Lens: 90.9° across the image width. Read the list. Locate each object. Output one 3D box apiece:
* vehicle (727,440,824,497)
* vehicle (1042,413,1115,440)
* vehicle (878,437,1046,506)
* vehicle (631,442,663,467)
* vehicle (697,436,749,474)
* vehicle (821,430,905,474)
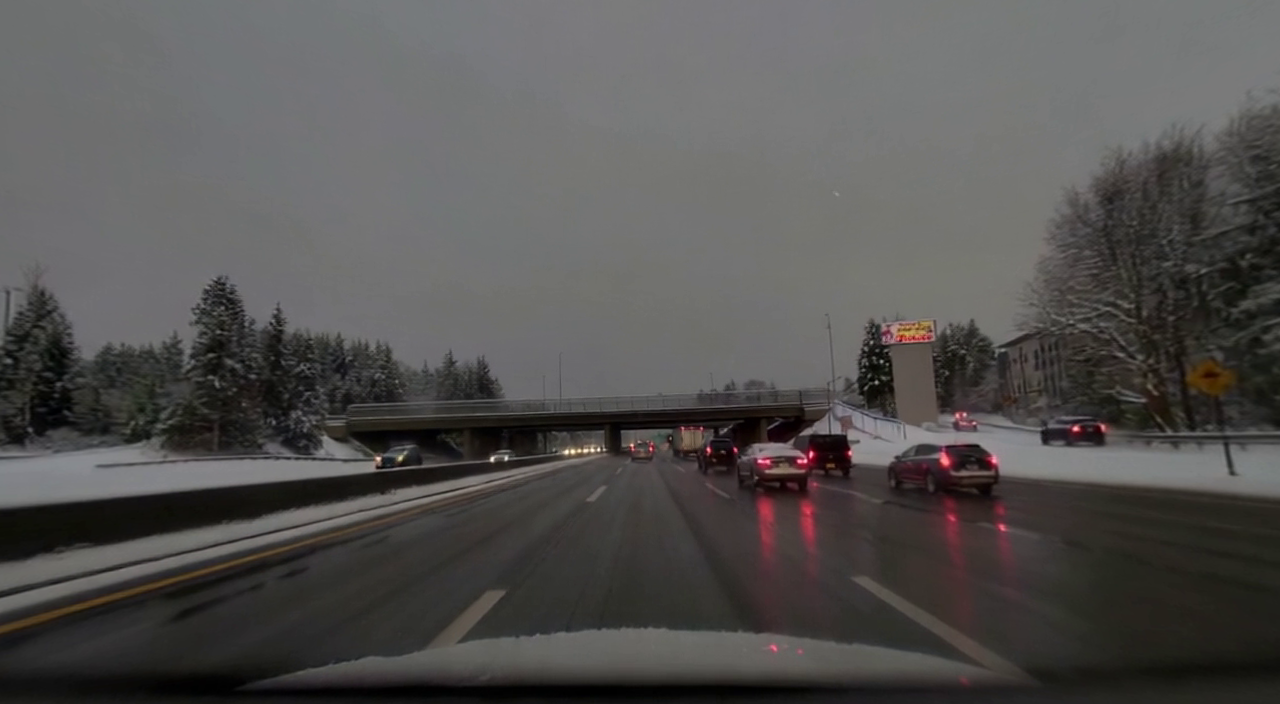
[{"bbox_3d":[3.884,3.424,18.911,1.902,1.481,4.451,0,-9,-1],"label":"vehicle"},{"bbox_3d":[31.971,5.510,46.218,2.131,1.840,4.870,-1,-9,5],"label":"vehicle"},{"bbox_3d":[7.846,2.932,15.946,1.919,1.476,4.303,0,-9,-1],"label":"vehicle"},{"bbox_3d":[0.438,7.172,44.096,2.124,1.639,4.122,0,-9,0],"label":"vehicle"},{"bbox_3d":[4.314,5.468,33.636,2.086,1.858,4.737,0,-9,-1],"label":"vehicle"},{"bbox_3d":[11.198,5.079,32.252,2.193,2.025,5.606,0,-9,0],"label":"vehicle"}]
